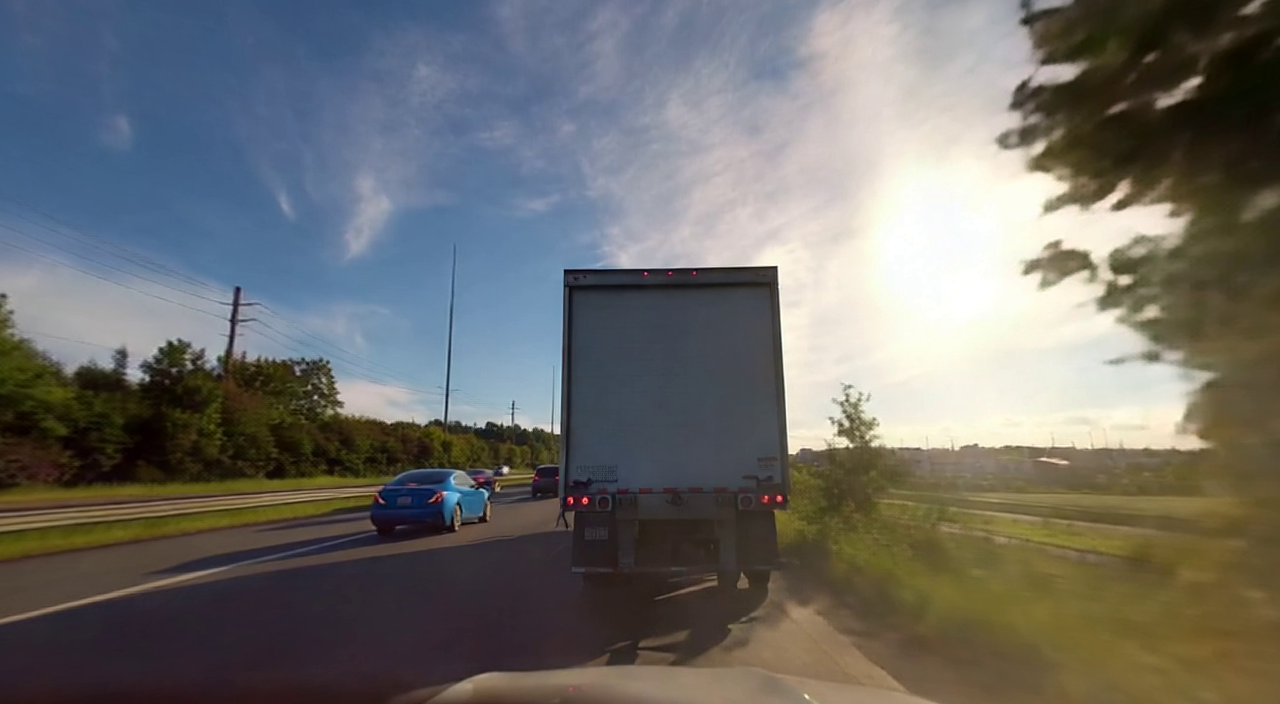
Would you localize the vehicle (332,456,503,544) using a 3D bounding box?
[{"bbox_3d":[-4.328,2.967,13.127,1.891,1.469,4.431,1,-11,0],"label":"vehicle"}]

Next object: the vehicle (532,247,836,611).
[{"bbox_3d":[0.627,1.453,10.476,2.831,3.529,8.689,0,-11,3],"label":"vehicle"}]
